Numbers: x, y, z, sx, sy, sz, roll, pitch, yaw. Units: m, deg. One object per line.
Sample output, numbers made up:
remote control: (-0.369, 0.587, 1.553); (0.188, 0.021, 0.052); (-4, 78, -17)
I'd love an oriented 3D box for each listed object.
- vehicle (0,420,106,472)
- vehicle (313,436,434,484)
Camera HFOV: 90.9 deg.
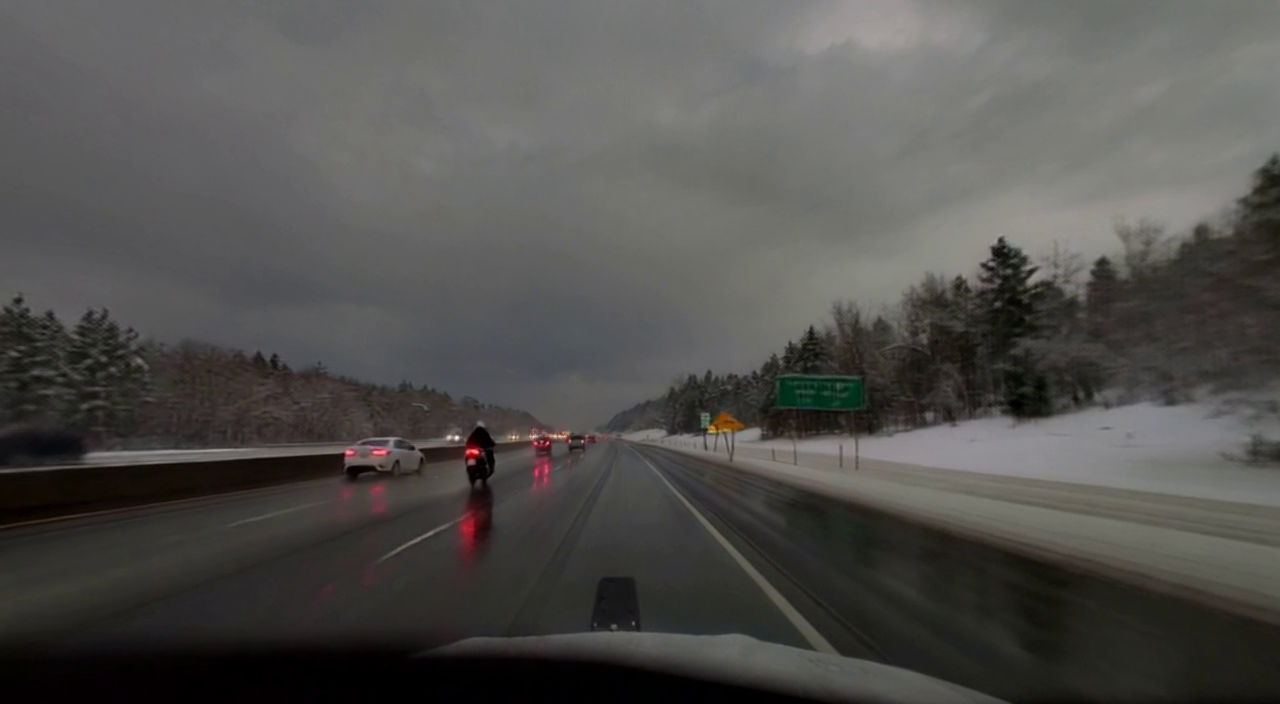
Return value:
vehicle: (-21.093, 3.214, 21.666); (1.831, 1.610, 4.067); (0, -8, -1)
vehicle: (-8.621, 3.507, 20.915); (2.053, 1.409, 4.704); (0, -8, -1)
